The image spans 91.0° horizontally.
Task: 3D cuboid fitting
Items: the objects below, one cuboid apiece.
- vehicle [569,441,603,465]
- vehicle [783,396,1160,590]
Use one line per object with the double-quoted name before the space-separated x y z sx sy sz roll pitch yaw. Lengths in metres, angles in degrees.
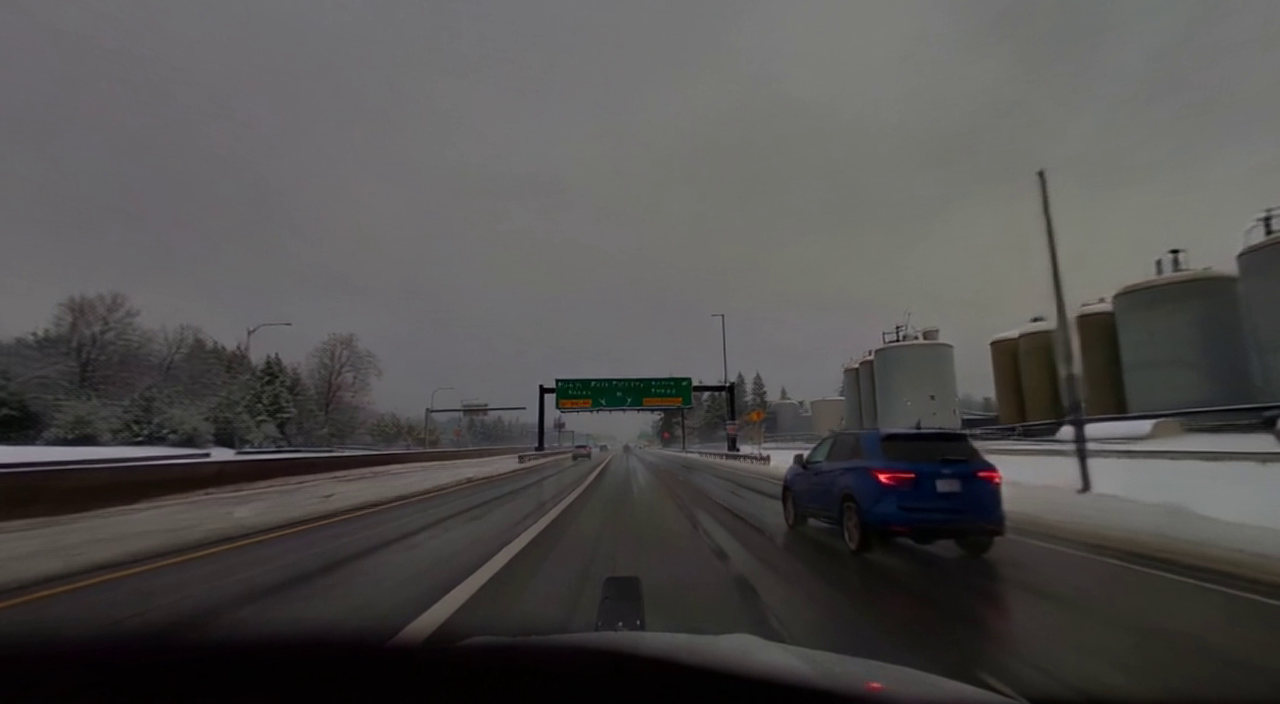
"vehicle" -3.755 7.073 44.295 2.012 1.571 4.232 0 -9 0
"vehicle" 3.661 1.694 8.451 2.296 1.790 5.067 0 -9 0
